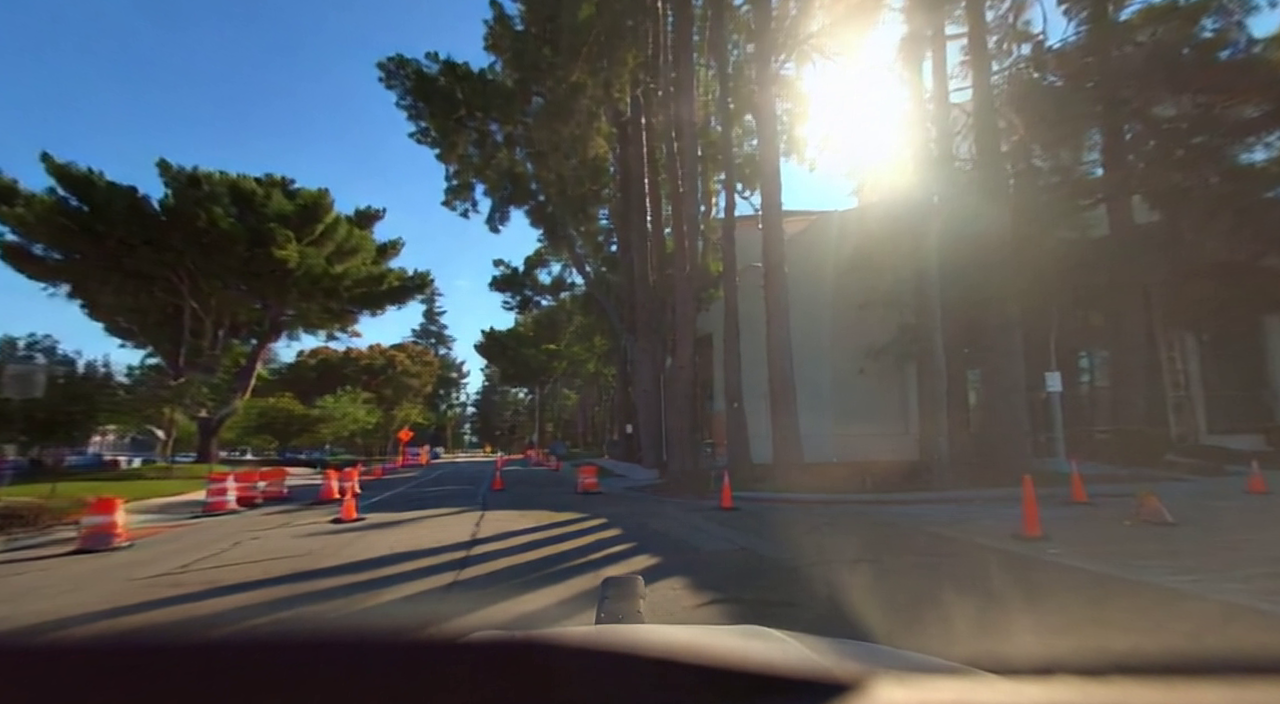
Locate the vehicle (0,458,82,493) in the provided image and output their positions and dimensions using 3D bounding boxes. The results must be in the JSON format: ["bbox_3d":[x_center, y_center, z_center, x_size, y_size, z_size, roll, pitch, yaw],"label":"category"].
[{"bbox_3d":[-28.571,5.702,29.507,1.771,1.432,4.363,2,-9,-13],"label":"vehicle"}]
